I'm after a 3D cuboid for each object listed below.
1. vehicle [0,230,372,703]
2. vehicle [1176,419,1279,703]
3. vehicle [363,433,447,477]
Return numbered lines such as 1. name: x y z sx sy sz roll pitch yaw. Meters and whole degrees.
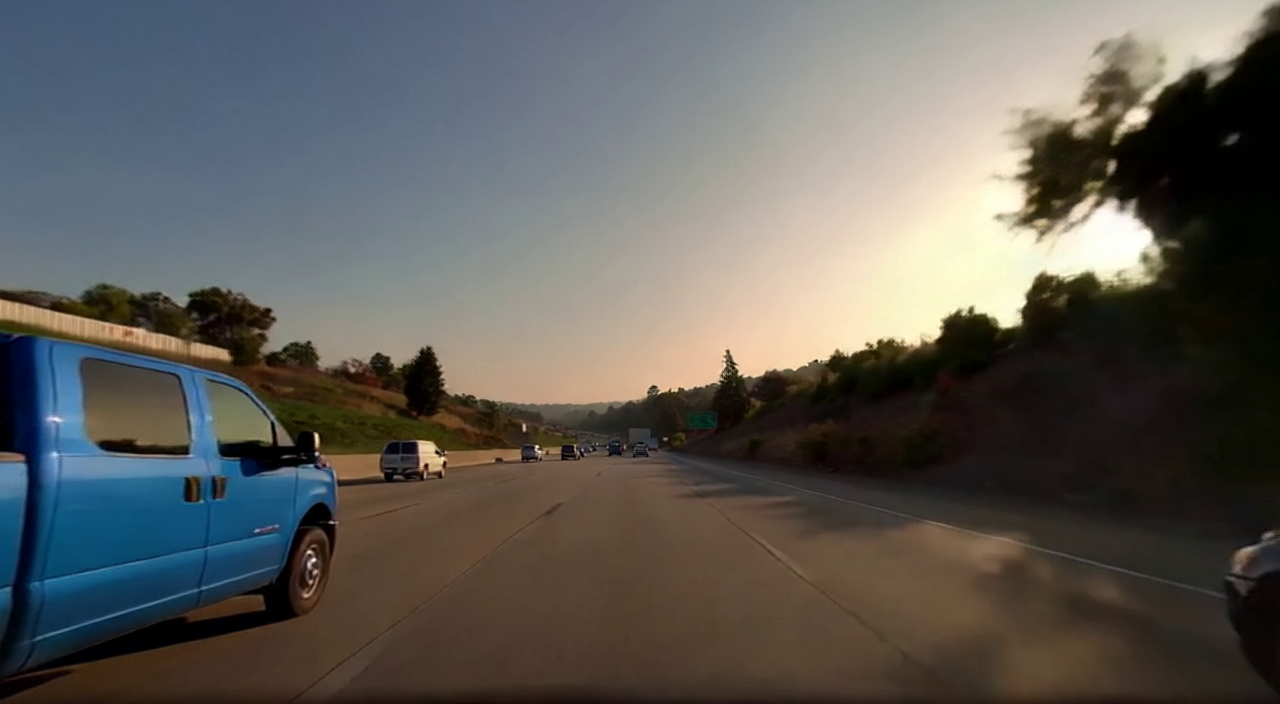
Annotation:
1. vehicle: -3.485 0.602 2.017 2.483 2.100 6.208 0 -9 0
2. vehicle: 4.295 0.843 1.439 2.047 1.524 4.619 0 -9 0
3. vehicle: -10.940 4.823 29.841 2.012 1.875 4.895 0 -9 1
